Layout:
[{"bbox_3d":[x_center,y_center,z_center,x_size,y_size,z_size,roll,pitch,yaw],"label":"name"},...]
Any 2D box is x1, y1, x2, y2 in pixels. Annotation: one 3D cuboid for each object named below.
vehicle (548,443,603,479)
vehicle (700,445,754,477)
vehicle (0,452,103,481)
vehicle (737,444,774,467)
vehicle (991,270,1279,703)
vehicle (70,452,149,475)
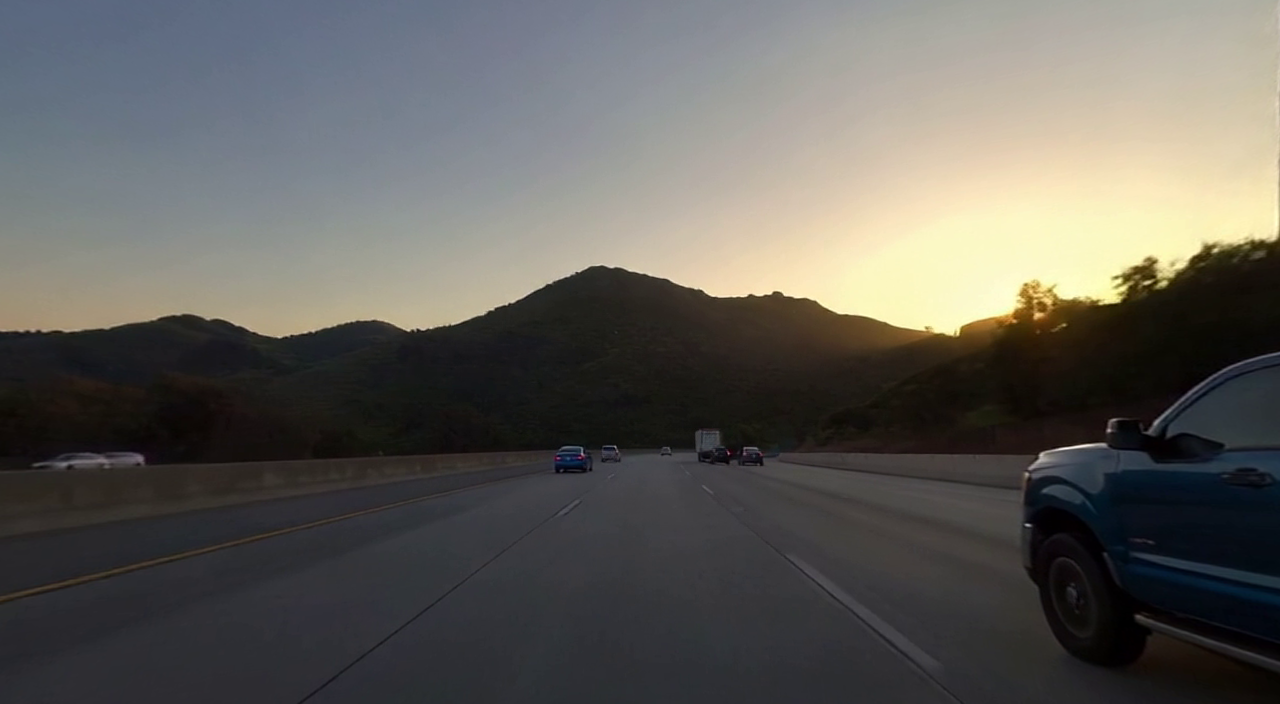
[{"bbox_3d":[-3.152,5.443,31.745,2.113,1.636,4.494,-1,-8,2],"label":"vehicle"},{"bbox_3d":[4.251,5.394,31.479,2.046,1.471,4.333,0,-8,0],"label":"vehicle"},{"bbox_3d":[-33.858,6.546,36.297,1.775,1.484,4.600,0,-8,1],"label":"vehicle"},{"bbox_3d":[8.665,7.775,47.731,1.986,1.633,4.430,0,-8,0],"label":"vehicle"},{"bbox_3d":[3.439,0.557,1.645,2.098,1.925,5.171,0,-8,1],"label":"vehicle"},{"bbox_3d":[-38.007,7.974,45.313,1.704,1.460,4.468,0,-8,1],"label":"vehicle"}]
